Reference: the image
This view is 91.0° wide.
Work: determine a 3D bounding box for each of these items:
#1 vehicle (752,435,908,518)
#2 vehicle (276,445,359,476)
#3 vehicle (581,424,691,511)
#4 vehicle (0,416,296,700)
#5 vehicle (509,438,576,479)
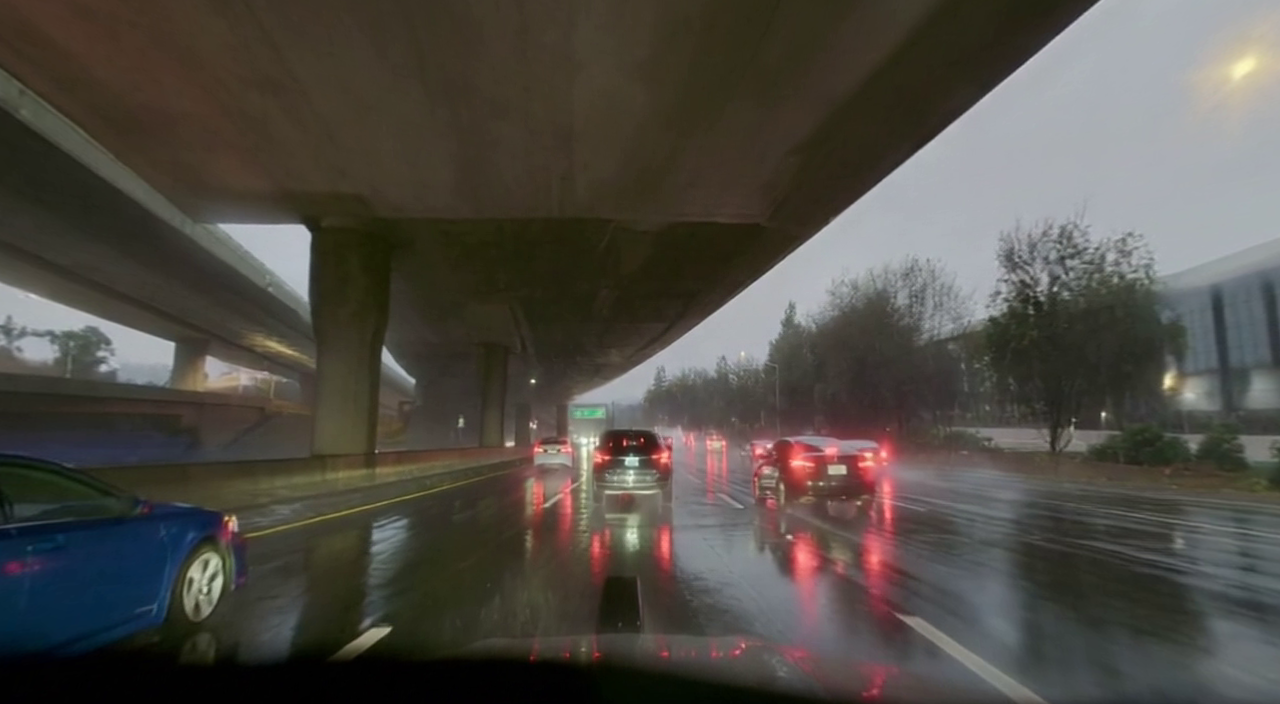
[{"bbox_3d":[3.936,2.660,14.007,2.031,1.492,4.577,0,-9,0],"label":"vehicle"},{"bbox_3d":[-17.650,5.948,34.774,1.931,1.528,4.799,0,-9,1],"label":"vehicle"},{"bbox_3d":[-0.054,2.596,14.547,2.181,1.697,4.021,0,-9,1],"label":"vehicle"},{"bbox_3d":[-4.351,1.155,3.826,1.974,1.478,4.412,0,-9,0],"label":"vehicle"},{"bbox_3d":[-3.921,4.351,26.044,1.947,1.516,4.295,0,-9,1],"label":"vehicle"}]
